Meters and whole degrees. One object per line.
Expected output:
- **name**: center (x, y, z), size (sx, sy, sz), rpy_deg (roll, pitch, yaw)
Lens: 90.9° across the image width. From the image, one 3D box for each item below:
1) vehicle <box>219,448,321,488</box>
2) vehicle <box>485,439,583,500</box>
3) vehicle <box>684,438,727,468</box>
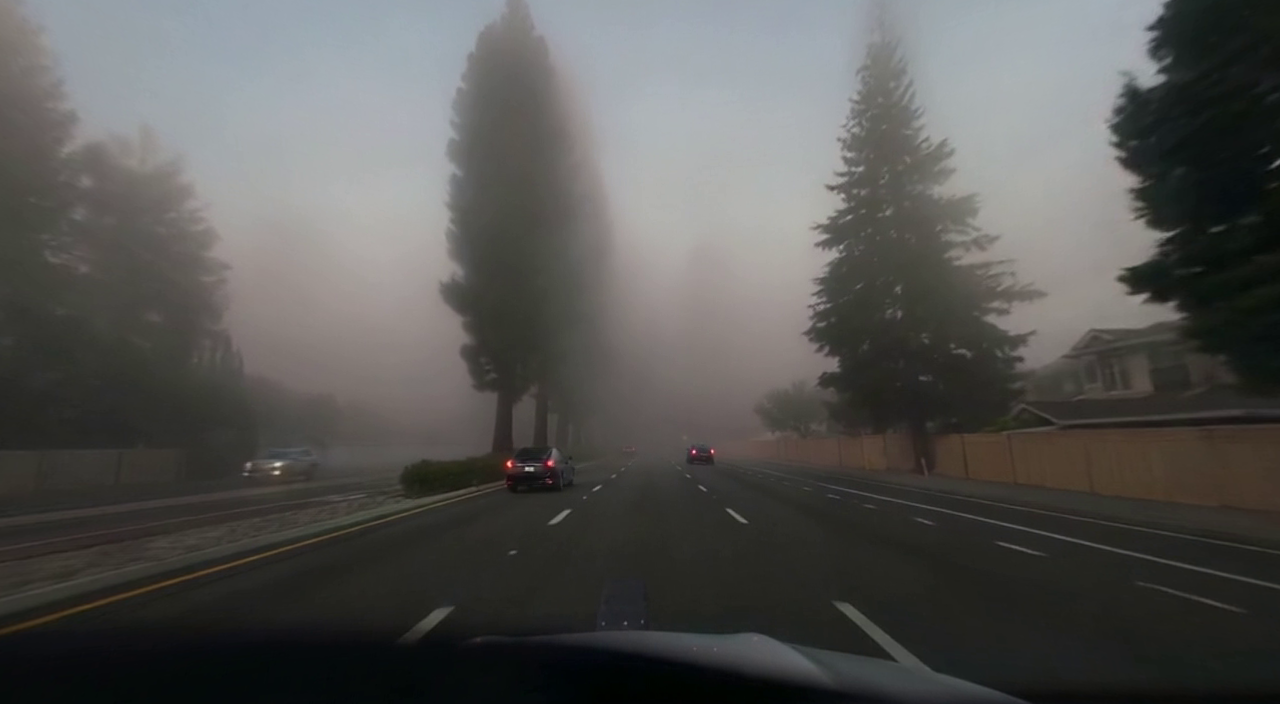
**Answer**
- **vehicle**: center (-17.200, 5.377, 29.618), size (2.012, 1.702, 4.458), rpy_deg (0, -8, 1)
- **vehicle**: center (-2.890, 3.295, 18.227), size (1.966, 1.524, 4.410), rpy_deg (0, -8, 1)
- **vehicle**: center (4.083, 6.389, 40.065), size (2.114, 1.780, 4.445), rpy_deg (0, -8, -1)
